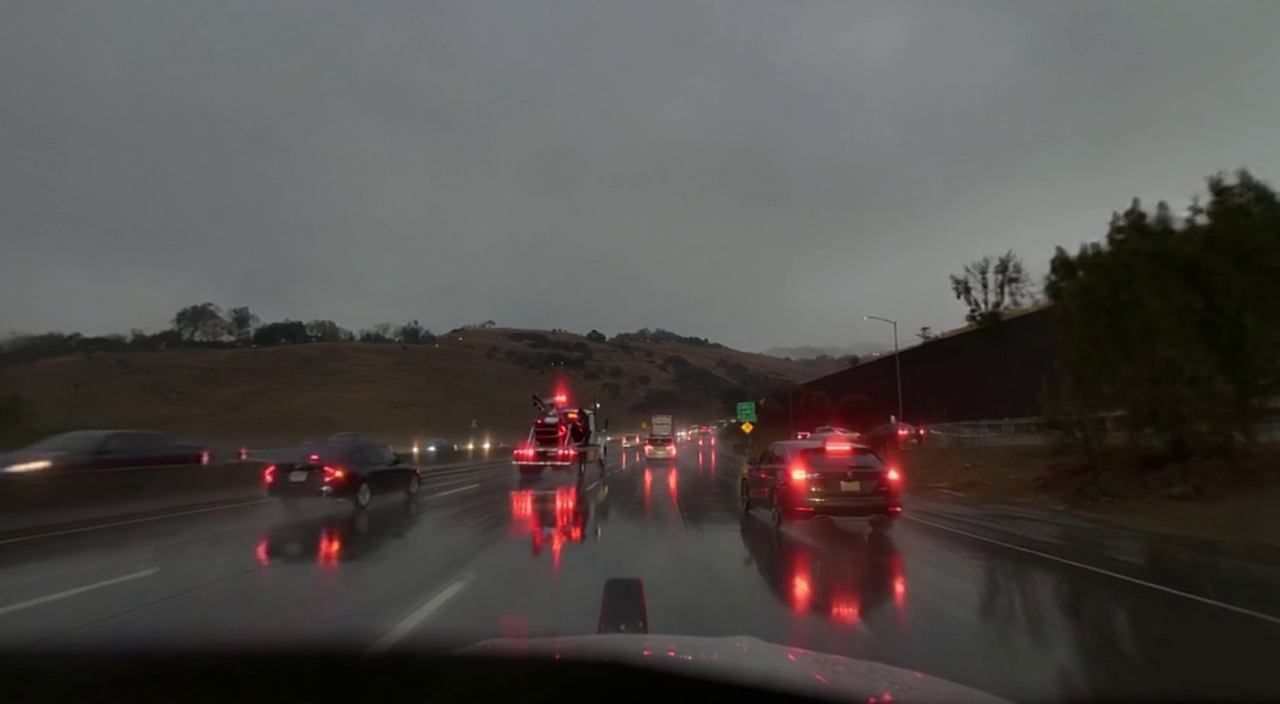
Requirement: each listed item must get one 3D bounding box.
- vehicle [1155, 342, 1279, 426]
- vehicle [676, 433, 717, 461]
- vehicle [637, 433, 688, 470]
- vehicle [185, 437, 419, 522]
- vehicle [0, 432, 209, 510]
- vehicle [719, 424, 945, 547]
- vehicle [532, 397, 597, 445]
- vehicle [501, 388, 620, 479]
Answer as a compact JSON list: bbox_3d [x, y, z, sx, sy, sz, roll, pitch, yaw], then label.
[{"bbox_3d":[13.991,0.725,13.580,1.979,1.616,4.268,1,-8,-4],"label":"vehicle"},{"bbox_3d":[3.413,5.847,39.023,2.075,1.614,4.682,0,-8,-1],"label":"vehicle"},{"bbox_3d":[0.984,4.379,27.801,2.079,1.499,3.915,0,-8,2],"label":"vehicle"},{"bbox_3d":[-6.519,2.494,13.031,1.964,1.395,4.948,0,-8,2],"label":"vehicle"},{"bbox_3d":[-12.638,2.652,14.600,2.123,1.511,4.343,0,-8,3],"label":"vehicle"},{"bbox_3d":[2.636,1.951,9.934,2.040,1.481,4.260,0,-8,-3],"label":"vehicle"},{"bbox_3d":[-2.831,2.789,24.710,1.893,1.674,4.766,0,-8,1],"label":"vehicle"},{"bbox_3d":[-2.765,3.414,25.885,3.162,2.955,10.282,0,-8,2],"label":"vehicle"}]
